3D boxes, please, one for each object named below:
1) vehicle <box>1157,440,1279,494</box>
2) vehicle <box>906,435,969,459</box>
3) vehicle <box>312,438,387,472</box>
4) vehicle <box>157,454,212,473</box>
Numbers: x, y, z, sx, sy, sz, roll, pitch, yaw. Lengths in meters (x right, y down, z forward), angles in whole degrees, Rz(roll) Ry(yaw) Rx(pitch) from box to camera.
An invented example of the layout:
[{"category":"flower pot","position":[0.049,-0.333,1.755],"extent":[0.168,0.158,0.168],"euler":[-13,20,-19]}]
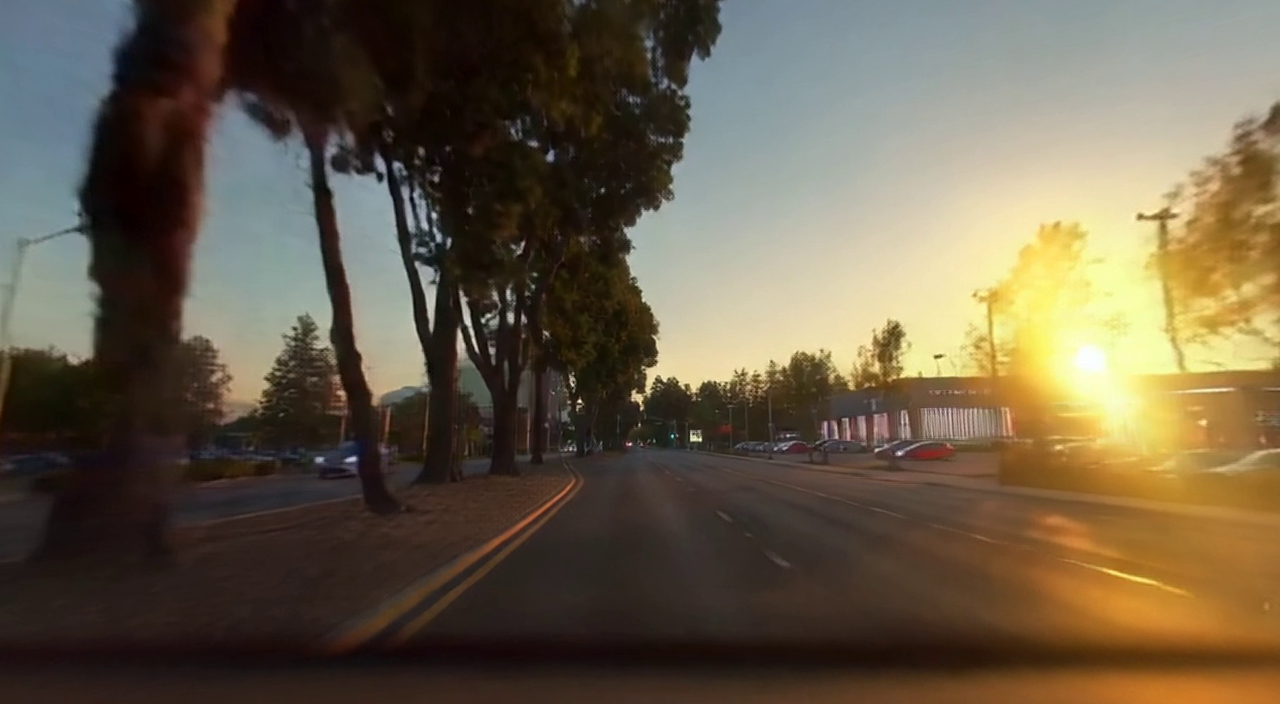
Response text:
[{"category":"vehicle","position":[17.758,3.414,18.970],"extent":[3.949,1.451,1.861],"euler":[4,-10,-26]},{"category":"vehicle","position":[21.039,6.756,44.862],"extent":[1.941,1.511,4.690],"euler":[-2,-9,-3]},{"category":"vehicle","position":[-16.069,5.719,35.301],"extent":[1.875,1.766,4.824],"euler":[0,-8,0]},{"category":"vehicle","position":[-34.681,8.465,48.130],"extent":[3.574,1.381,1.824],"euler":[-4,-9,26]}]
